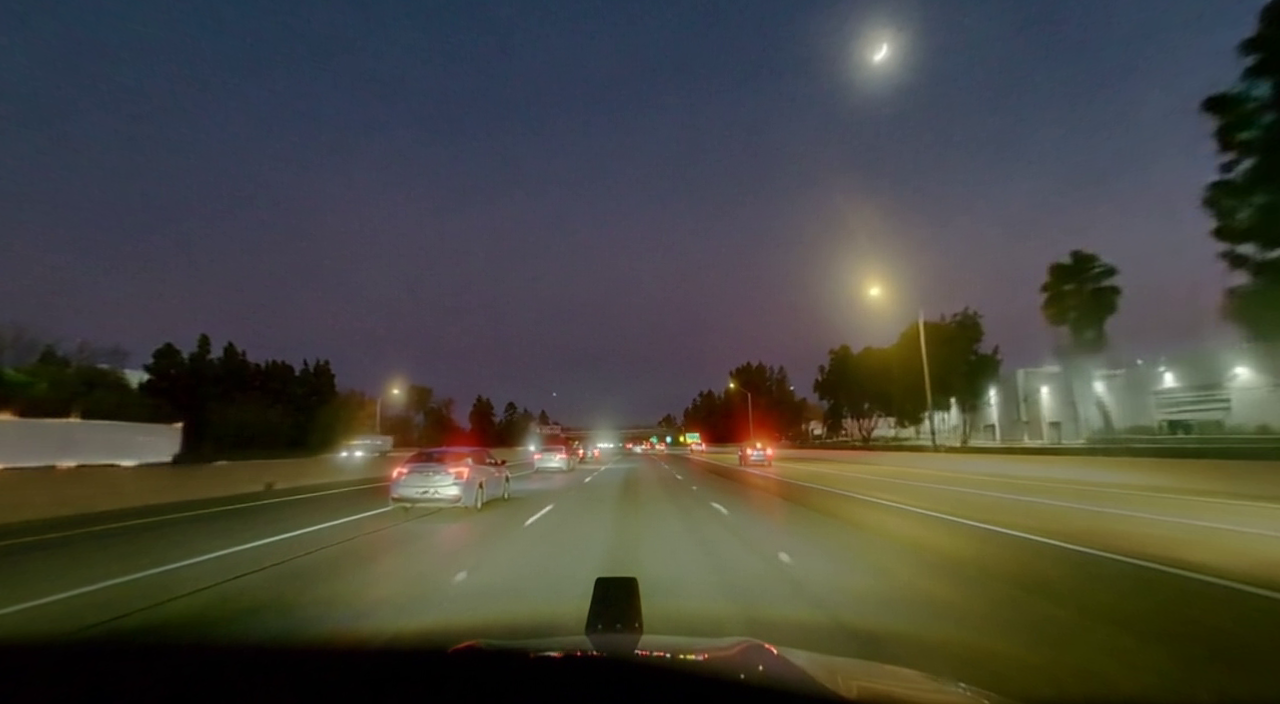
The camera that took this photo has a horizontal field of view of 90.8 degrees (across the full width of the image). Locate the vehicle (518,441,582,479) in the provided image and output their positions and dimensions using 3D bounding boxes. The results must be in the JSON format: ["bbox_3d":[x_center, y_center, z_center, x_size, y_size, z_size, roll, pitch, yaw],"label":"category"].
[{"bbox_3d":[-3.792,4.662,27.553,2.047,1.469,4.614,-1,-9,1],"label":"vehicle"}]

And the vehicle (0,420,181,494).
[{"bbox_3d":[-35.683,6.728,41.119,3.017,4.115,11.213,0,-9,0],"label":"vehicle"}]

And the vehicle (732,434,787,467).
[{"bbox_3d":[6.863,5.741,36.737,2.147,1.769,4.666,0,-9,-2],"label":"vehicle"}]

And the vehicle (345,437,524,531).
[{"bbox_3d":[-3.595,2.386,12.010,1.959,1.433,4.291,0,-9,0],"label":"vehicle"}]
